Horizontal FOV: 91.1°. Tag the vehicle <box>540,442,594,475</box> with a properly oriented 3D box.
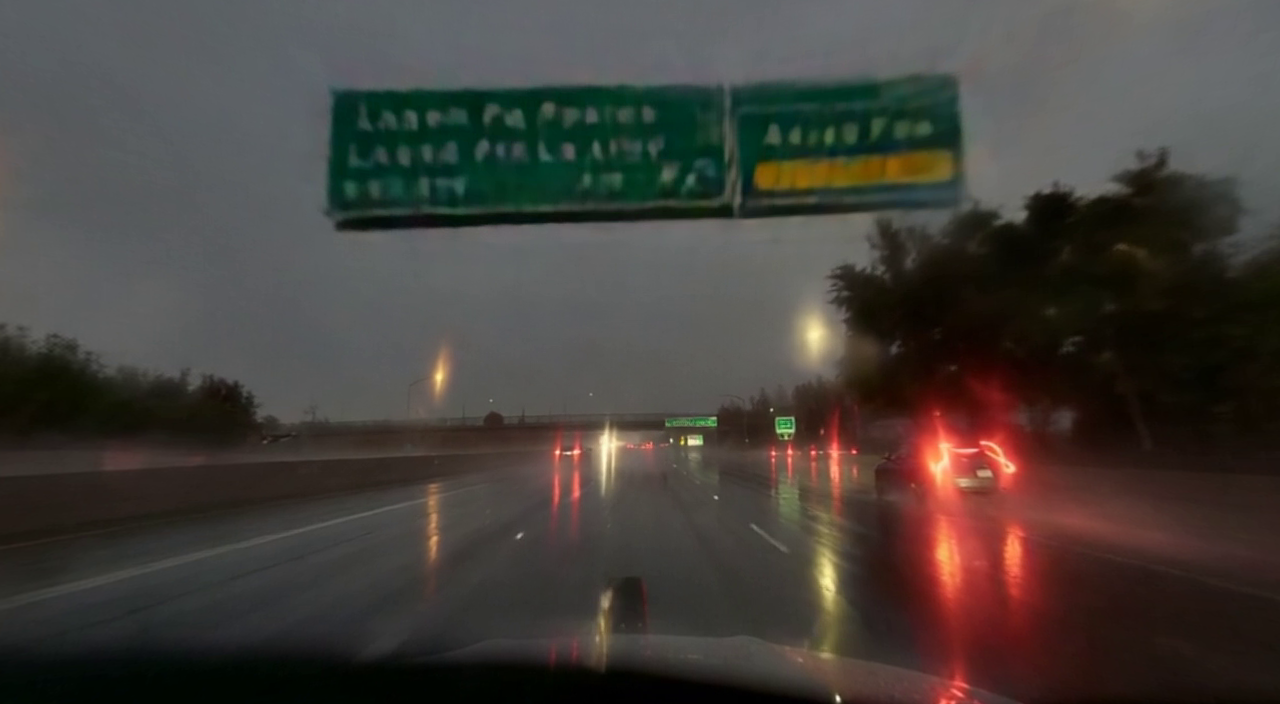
[{"bbox_3d":[-3.616,5.391,31.931,2.055,1.533,4.604,0,-8,2],"label":"vehicle"}]

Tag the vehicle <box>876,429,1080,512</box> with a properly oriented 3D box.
[{"bbox_3d":[7.482,2.663,14.648,2.032,1.601,4.863,0,-9,0],"label":"vehicle"}]
